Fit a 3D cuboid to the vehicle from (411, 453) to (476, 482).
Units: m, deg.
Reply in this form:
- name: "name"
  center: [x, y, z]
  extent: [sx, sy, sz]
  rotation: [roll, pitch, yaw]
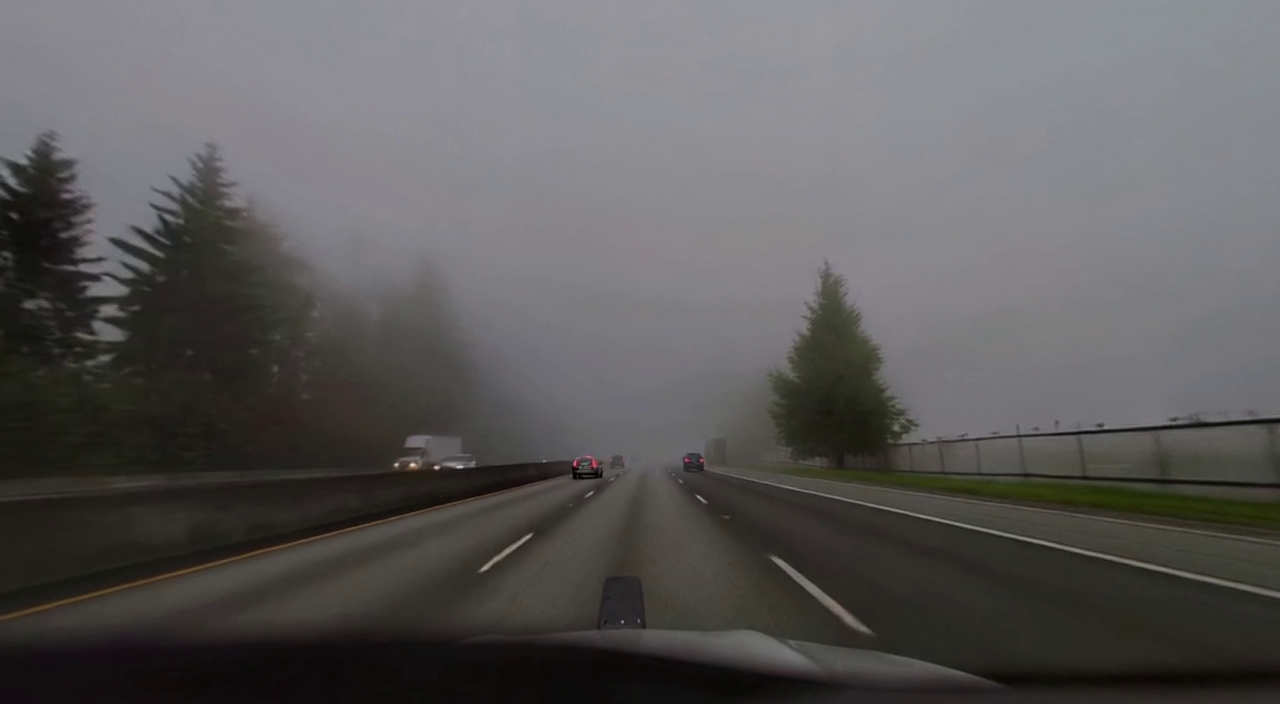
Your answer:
- name: "vehicle"
  center: [-10.432, 6.152, 33.824]
  extent: [1.900, 1.467, 4.480]
  rotation: [0, -9, 2]

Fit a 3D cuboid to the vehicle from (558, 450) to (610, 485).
- name: "vehicle"
  center: [-2.595, 5.514, 30.288]
  extent: [2.035, 1.513, 4.272]
  rotation: [0, -9, 1]
